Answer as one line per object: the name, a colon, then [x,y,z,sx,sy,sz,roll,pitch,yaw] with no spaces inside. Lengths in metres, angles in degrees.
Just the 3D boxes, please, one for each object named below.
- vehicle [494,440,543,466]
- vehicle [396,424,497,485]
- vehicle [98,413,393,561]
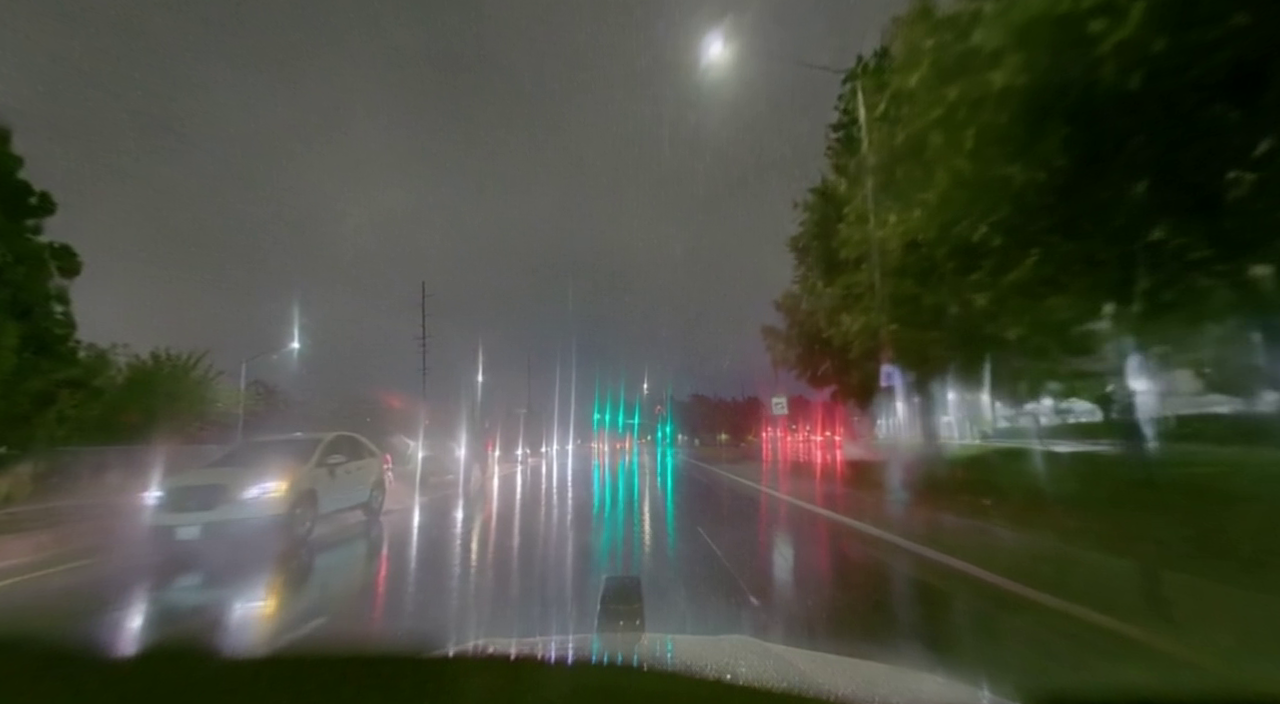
vehicle: [-7.367,6.144,38.720,2.030,1.482,4.818,0,-8,1]
vehicle: [-6.522,3.512,21.981,2.337,1.862,4.924,0,-8,-5]
vehicle: [-5.445,1.876,9.547,2.041,1.698,4.094,0,-8,-5]
